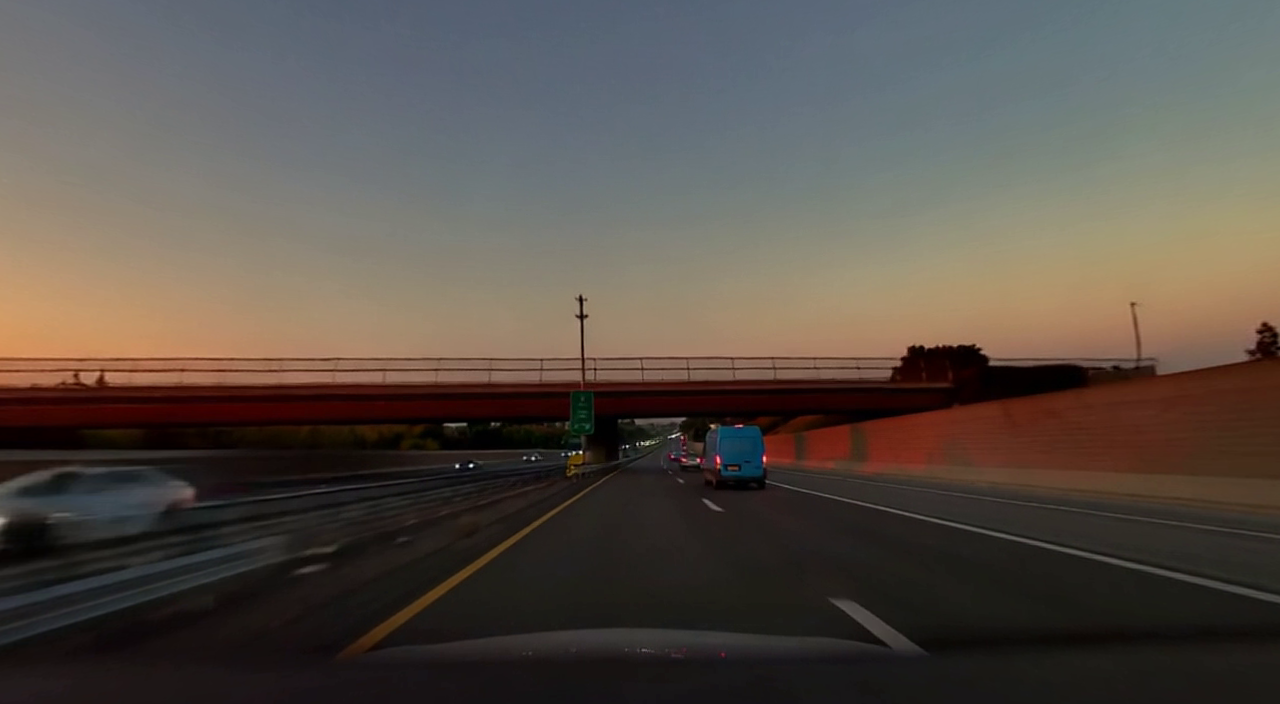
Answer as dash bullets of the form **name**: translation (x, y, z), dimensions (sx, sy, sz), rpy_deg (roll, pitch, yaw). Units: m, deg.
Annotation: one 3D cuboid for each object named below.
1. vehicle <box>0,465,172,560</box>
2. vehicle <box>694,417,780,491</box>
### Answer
- **vehicle**: translation (-12.392, 3.237, 13.181), dimensions (1.890, 1.593, 4.054), rpy_deg (-1, -9, 1)
- **vehicle**: translation (3.659, 4.026, 24.921), dimensions (2.560, 2.598, 5.581), rpy_deg (0, -9, 1)
